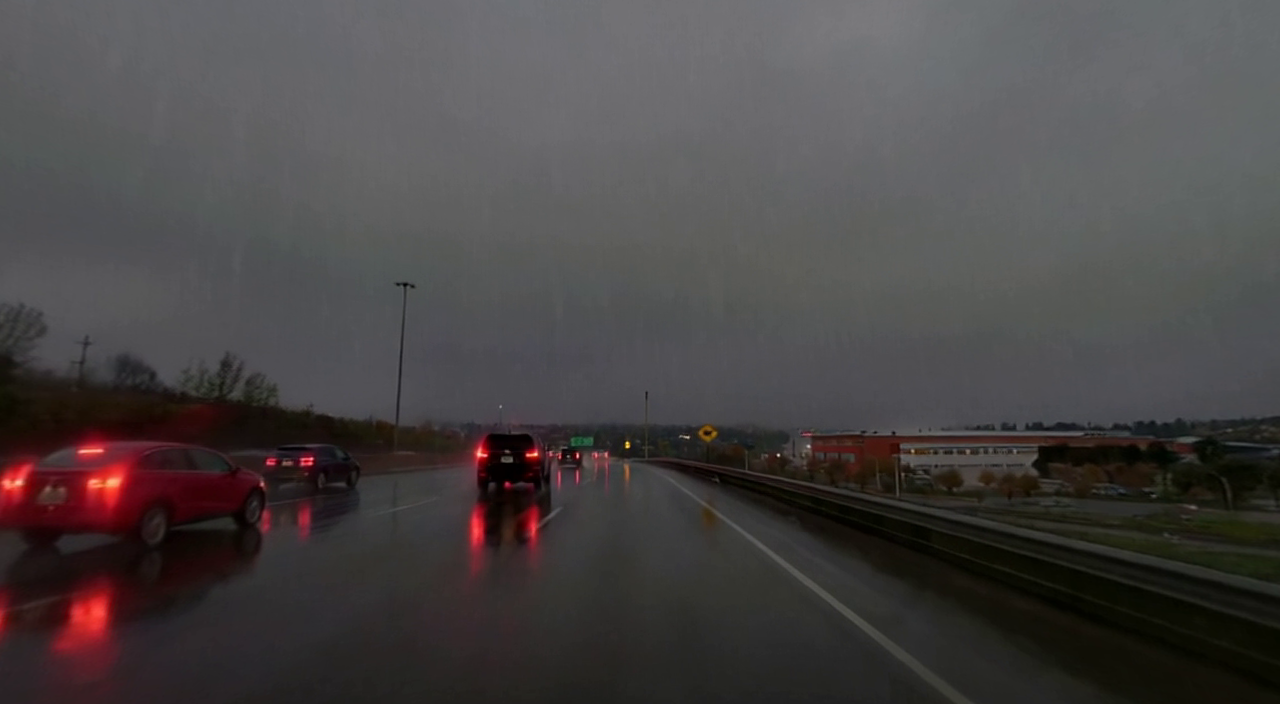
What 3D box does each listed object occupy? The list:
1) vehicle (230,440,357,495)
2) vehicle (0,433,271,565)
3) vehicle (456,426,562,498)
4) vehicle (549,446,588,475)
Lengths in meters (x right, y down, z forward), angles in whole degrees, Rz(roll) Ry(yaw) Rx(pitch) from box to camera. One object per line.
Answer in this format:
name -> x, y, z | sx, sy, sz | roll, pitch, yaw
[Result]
vehicle -> -11.706, 3.878, 21.708 | 1.919, 1.665, 4.394 | 0, -8, -1
vehicle -> -7.243, 1.957, 9.062 | 1.796, 1.509, 3.393 | 0, -8, -1
vehicle -> -3.973, 3.465, 20.284 | 2.301, 1.985, 5.247 | 0, -8, 0
vehicle -> -4.140, 6.326, 37.061 | 1.955, 1.614, 3.817 | 0, -8, -1
